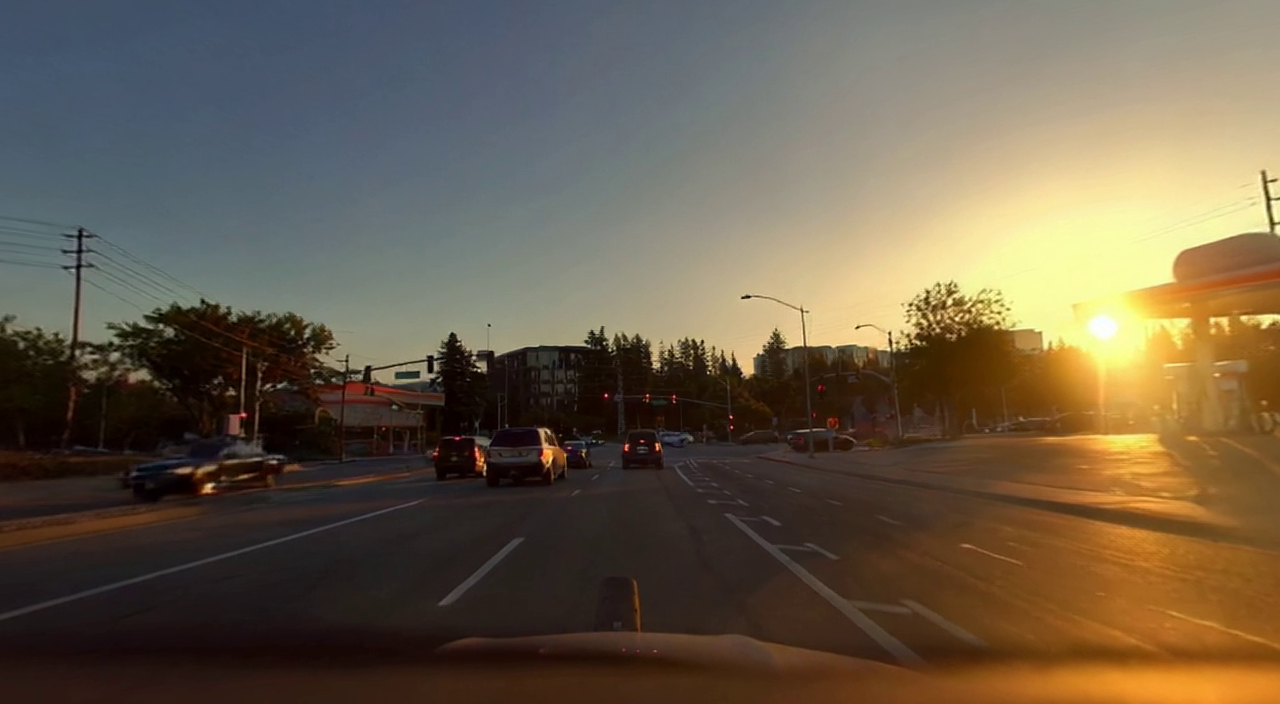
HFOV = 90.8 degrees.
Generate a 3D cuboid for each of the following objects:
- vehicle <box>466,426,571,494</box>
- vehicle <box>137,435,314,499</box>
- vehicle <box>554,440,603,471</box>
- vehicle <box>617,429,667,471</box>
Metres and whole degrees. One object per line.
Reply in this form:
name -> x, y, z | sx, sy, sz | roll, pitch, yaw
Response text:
vehicle -> -3.368, 3.106, 18.469 | 2.096, 1.718, 4.266 | 0, -9, 2
vehicle -> -13.715, 3.825, 21.525 | 2.238, 1.872, 5.625 | 0, -9, -1
vehicle -> -2.990, 5.155, 31.693 | 1.881, 1.424, 4.098 | 0, -9, 2
vehicle -> 0.111, 4.697, 30.426 | 2.224, 1.819, 5.005 | 0, -9, 1
